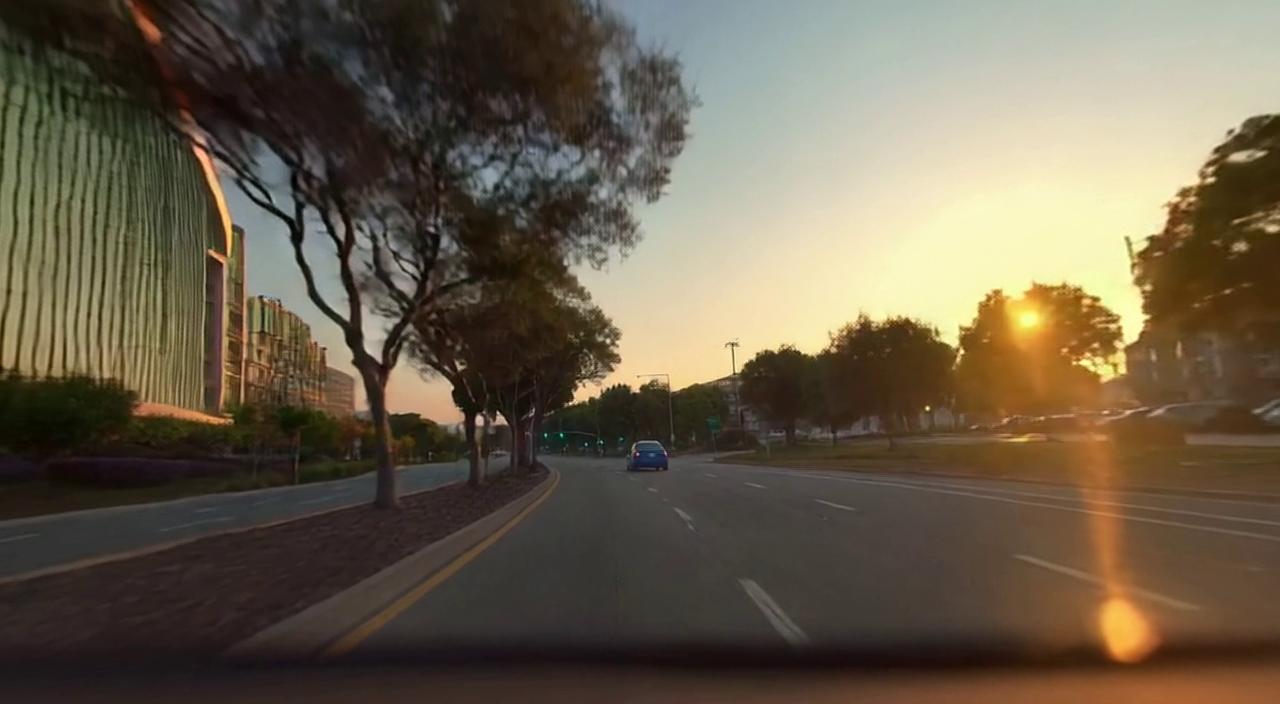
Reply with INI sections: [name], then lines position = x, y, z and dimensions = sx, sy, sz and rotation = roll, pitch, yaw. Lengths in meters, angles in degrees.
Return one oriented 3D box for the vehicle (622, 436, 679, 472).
[vehicle]
position = 0.420, 5.005, 31.229
dimensions = 2.165, 1.633, 4.381
rotation = 1, -8, -8
